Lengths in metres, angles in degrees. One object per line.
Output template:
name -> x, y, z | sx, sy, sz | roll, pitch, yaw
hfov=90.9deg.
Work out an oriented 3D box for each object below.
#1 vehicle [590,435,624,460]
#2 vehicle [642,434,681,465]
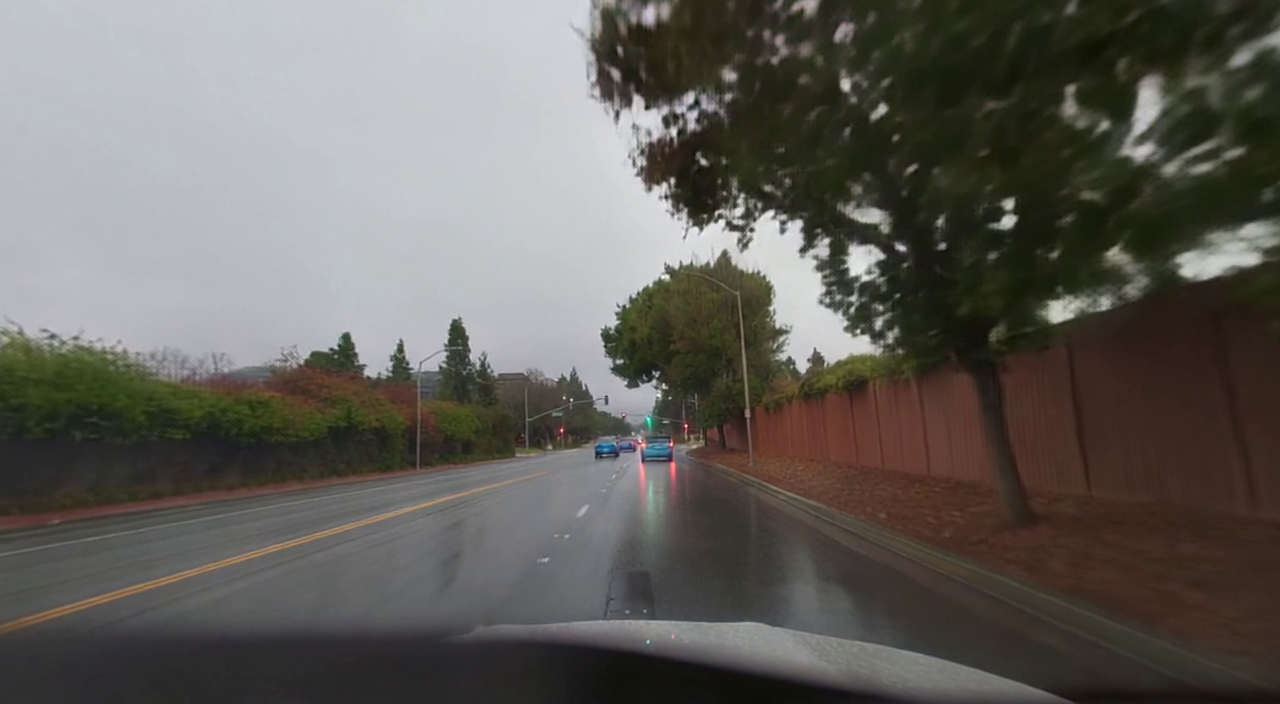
vehicle -> -2.400, 7.110, 46.940 | 2.190, 1.766, 4.394 | 0, -9, 1
vehicle -> 1.211, 5.687, 36.853 | 2.127, 1.665, 3.993 | 0, -9, 0
